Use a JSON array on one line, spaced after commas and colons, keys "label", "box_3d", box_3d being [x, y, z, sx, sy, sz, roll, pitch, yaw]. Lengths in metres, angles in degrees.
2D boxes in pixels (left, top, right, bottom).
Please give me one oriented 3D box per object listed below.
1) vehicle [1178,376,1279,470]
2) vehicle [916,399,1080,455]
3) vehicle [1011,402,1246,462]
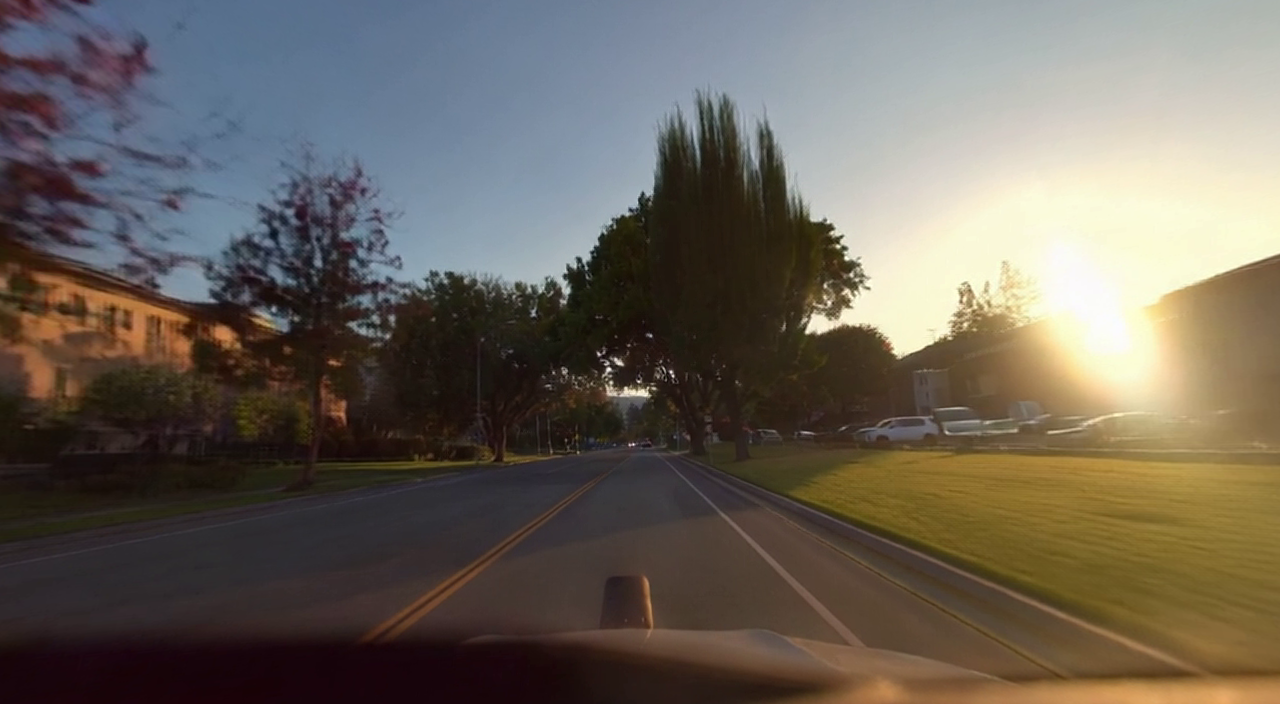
[{"label": "vehicle", "box_3d": [12.459, 1.253, 10.855, 4.529, 1.490, 2.168, 1, -8, -5]}, {"label": "vehicle", "box_3d": [12.349, 2.632, 21.929, 4.540, 1.824, 1.965, 1, -8, -6]}, {"label": "vehicle", "box_3d": [12.633, 2.117, 16.549, 4.428, 1.467, 2.099, 0, -8, -1]}]
